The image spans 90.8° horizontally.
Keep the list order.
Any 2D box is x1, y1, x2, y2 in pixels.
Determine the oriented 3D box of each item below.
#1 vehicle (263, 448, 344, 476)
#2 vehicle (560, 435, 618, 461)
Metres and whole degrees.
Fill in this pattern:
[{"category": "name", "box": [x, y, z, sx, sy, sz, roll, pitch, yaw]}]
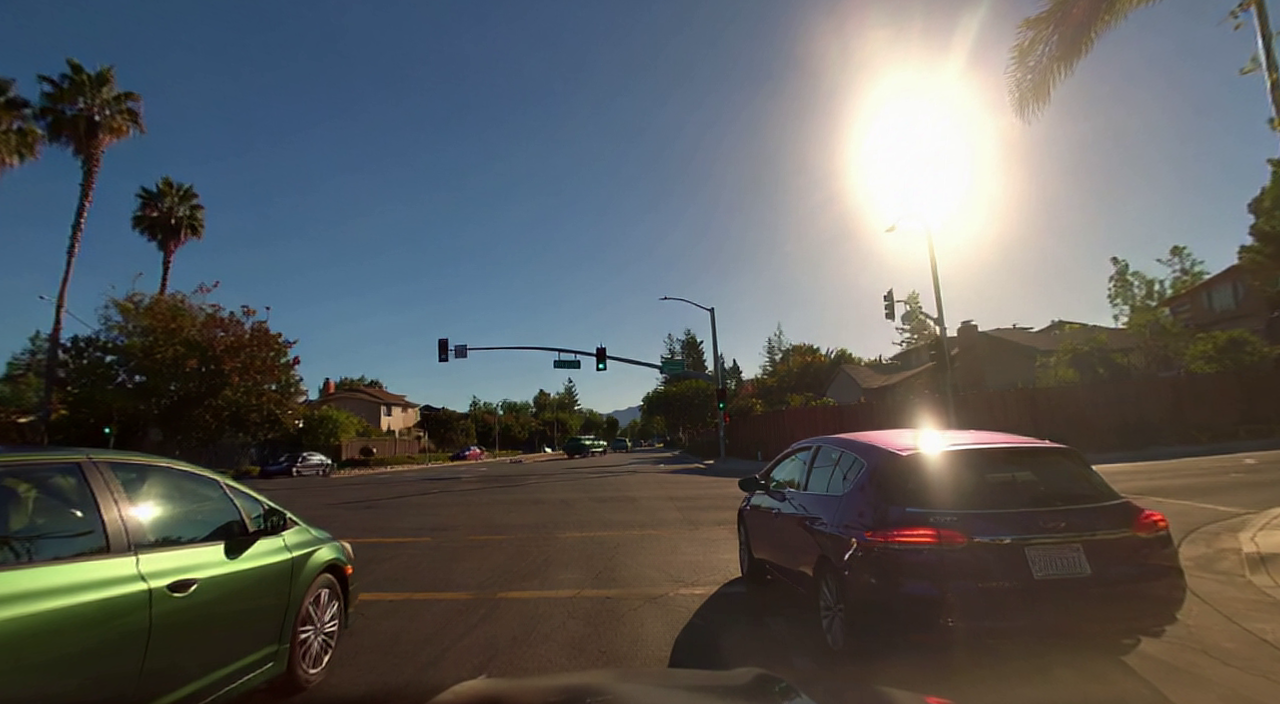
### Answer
[{"category": "vehicle", "box": [-20.009, 6.557, 37.814, 2.084, 1.528, 4.778, -1, -9, 2]}, {"category": "vehicle", "box": [-3.091, 6.008, 39.550, 2.083, 1.541, 4.777, -3, -9, 15]}]
